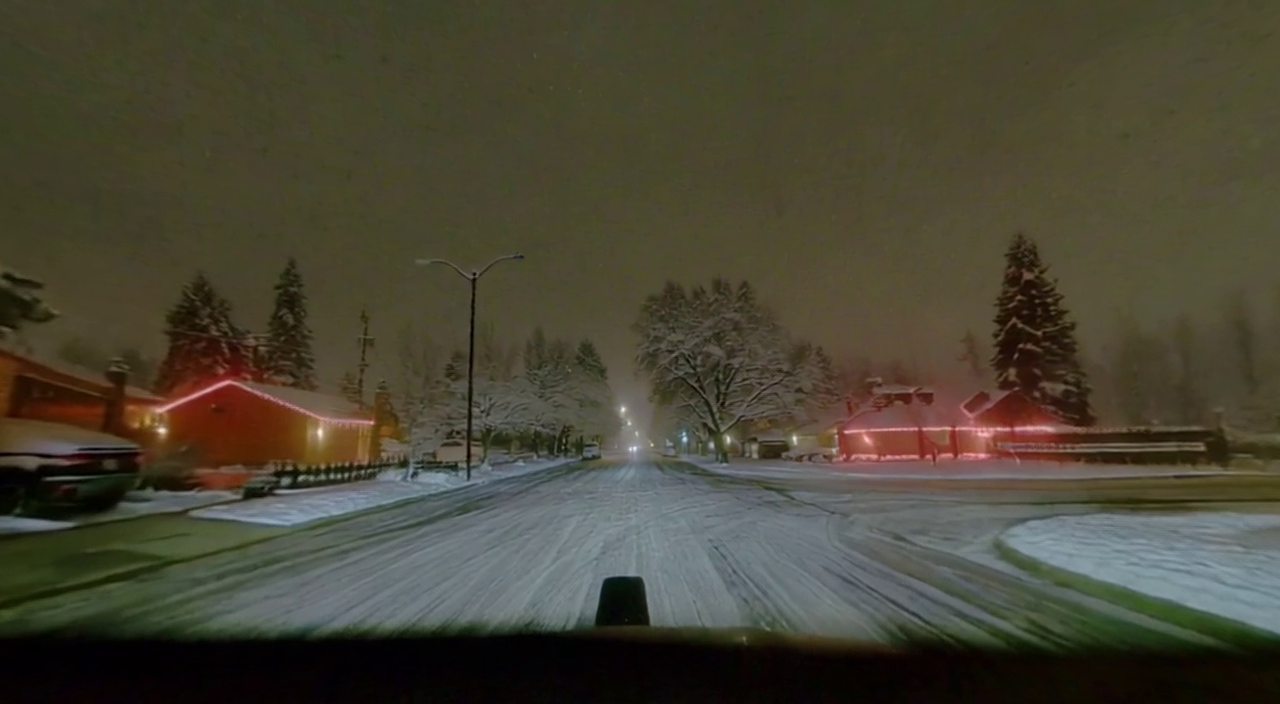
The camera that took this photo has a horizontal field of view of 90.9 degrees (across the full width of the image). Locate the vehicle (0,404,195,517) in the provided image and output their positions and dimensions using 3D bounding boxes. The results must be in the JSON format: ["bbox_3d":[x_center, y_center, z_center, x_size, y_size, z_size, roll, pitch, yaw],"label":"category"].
[{"bbox_3d":[-13.052,2.145,12.776,5.946,2.048,2.595,1,-9,-3],"label":"vehicle"}]

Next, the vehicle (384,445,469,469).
[{"bbox_3d":[-13.772,6.802,40.845,4.764,1.514,1.912,0,-9,-1],"label":"vehicle"}]

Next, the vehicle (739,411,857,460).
[{"bbox_3d":[10.773,5.775,43.514,7.362,3.227,2.674,0,-9,-2],"label":"vehicle"}]
